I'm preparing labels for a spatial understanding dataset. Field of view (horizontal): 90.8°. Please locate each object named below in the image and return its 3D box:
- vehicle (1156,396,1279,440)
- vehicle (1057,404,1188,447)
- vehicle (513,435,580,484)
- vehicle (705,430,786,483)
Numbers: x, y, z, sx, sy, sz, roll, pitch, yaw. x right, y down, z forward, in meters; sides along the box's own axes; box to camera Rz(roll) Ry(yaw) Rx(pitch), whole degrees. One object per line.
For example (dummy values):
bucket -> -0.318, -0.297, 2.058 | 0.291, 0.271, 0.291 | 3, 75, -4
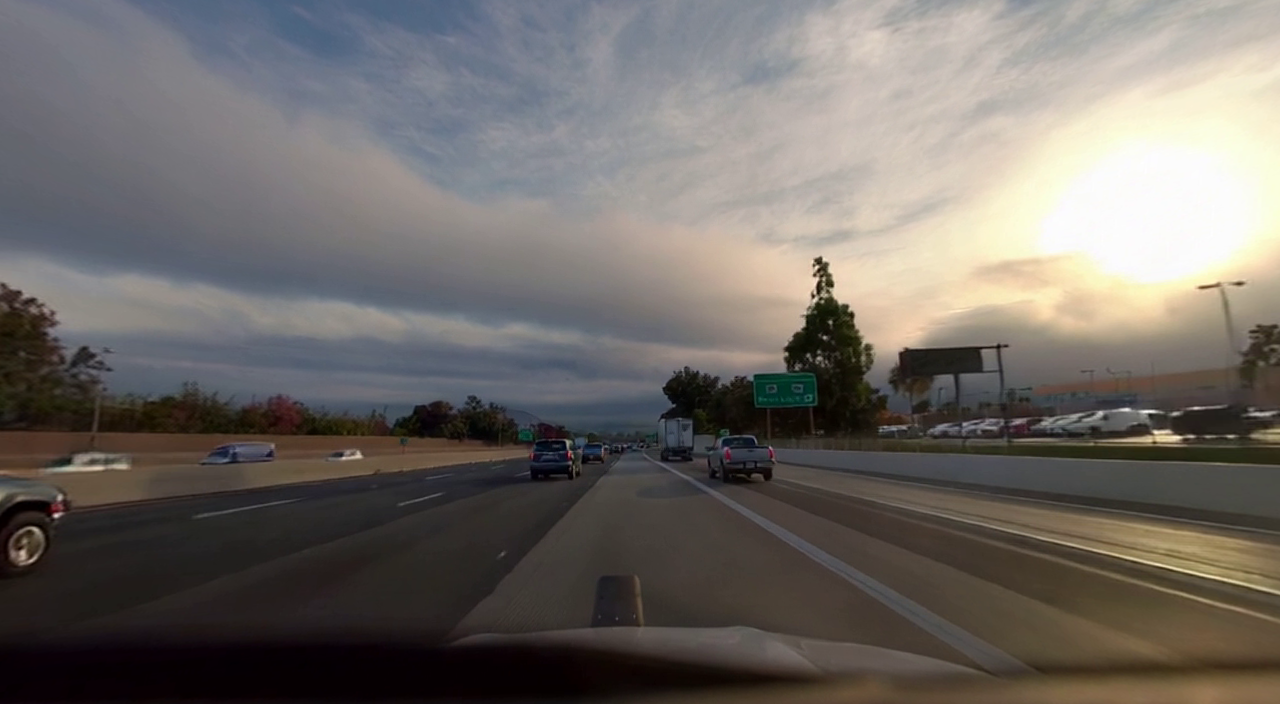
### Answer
vehicle -> 29.504, 3.286, 31.107 | 5.860, 2.005, 2.510 | 0, -8, 1
vehicle -> 29.610, 4.554, 38.907 | 6.114, 2.103, 2.336 | -2, -11, -5
vehicle -> -3.634, 4.280, 25.433 | 1.987, 1.765, 4.508 | 0, -8, 0
vehicle -> 3.864, 3.944, 24.040 | 2.198, 1.807, 4.530 | 0, -8, -2
